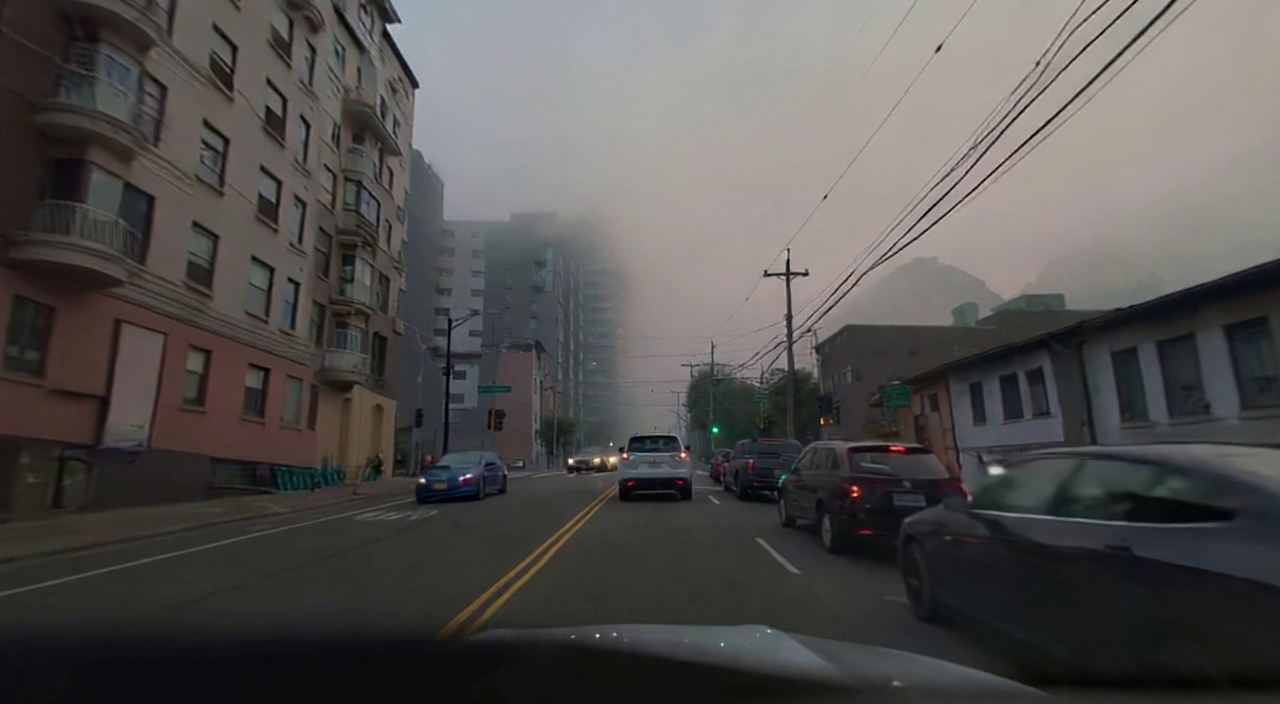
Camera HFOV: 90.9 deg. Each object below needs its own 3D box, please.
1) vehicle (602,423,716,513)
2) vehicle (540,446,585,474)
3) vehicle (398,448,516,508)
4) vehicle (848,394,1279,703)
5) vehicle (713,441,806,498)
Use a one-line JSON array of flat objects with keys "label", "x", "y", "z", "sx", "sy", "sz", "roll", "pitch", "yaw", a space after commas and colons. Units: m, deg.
[{"label": "vehicle", "x": 0.385, "y": 2.580, "z": 14.453, "sx": 2.232, "sy": 1.736, "sz": 4.036, "roll": 0, "pitch": -8, "yaw": 0}, {"label": "vehicle", "x": -5.020, "y": 7.025, "z": 41.377, "sx": 2.215, "sy": 1.703, "sz": 4.614, "roll": -1, "pitch": -8, "yaw": 2}, {"label": "vehicle", "x": -5.123, "y": 3.562, "z": 18.391, "sx": 1.966, "sy": 1.470, "sz": 4.528, "roll": -1, "pitch": -8, "yaw": 2}, {"label": "vehicle", "x": 3.127, "y": 1.144, "z": 3.786, "sx": 2.116, "sy": 1.487, "sz": 4.988, "roll": 0, "pitch": -8, "yaw": 1}, {"label": "vehicle", "x": 3.364, "y": 3.368, "z": 18.534, "sx": 1.970, "sy": 1.452, "sz": 4.227, "roll": -1, "pitch": -8, "yaw": 1}]
